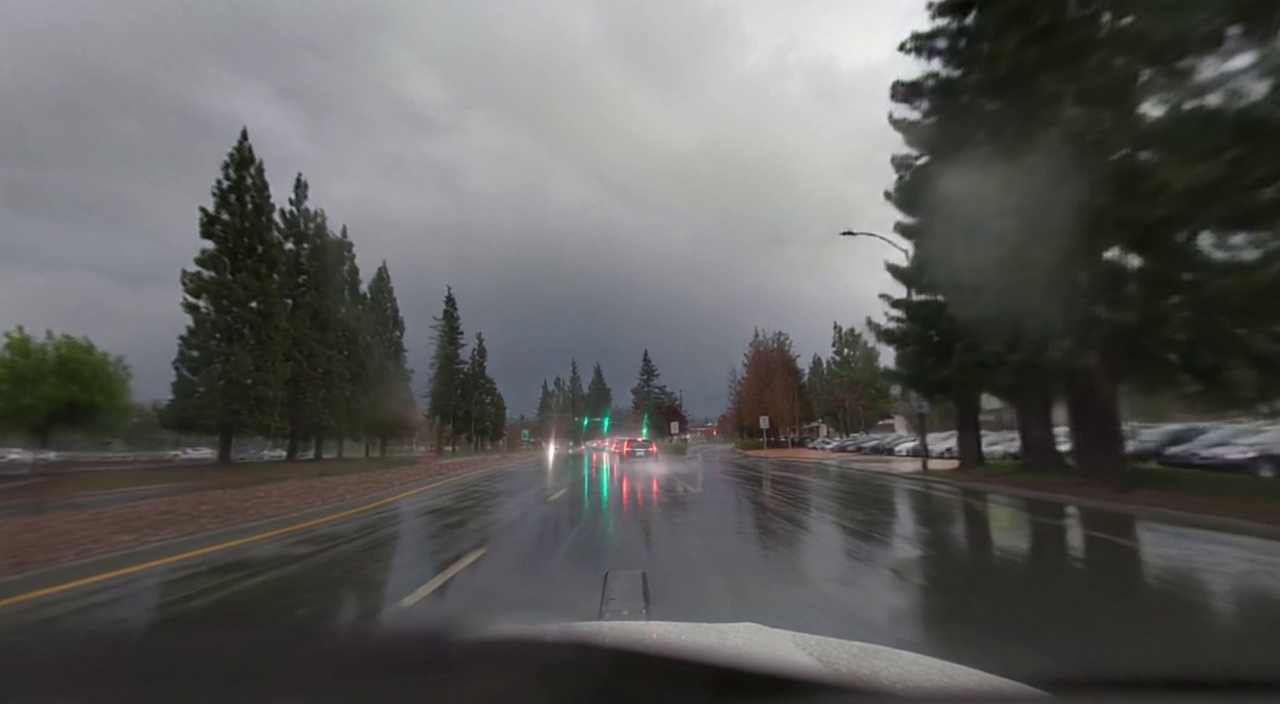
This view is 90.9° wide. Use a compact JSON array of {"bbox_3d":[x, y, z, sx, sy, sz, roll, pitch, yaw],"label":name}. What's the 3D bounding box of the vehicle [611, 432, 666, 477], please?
[{"bbox_3d":[-0.114,4.258,26.295,2.135,1.691,3.884,0,-9,-1],"label":"vehicle"}]
